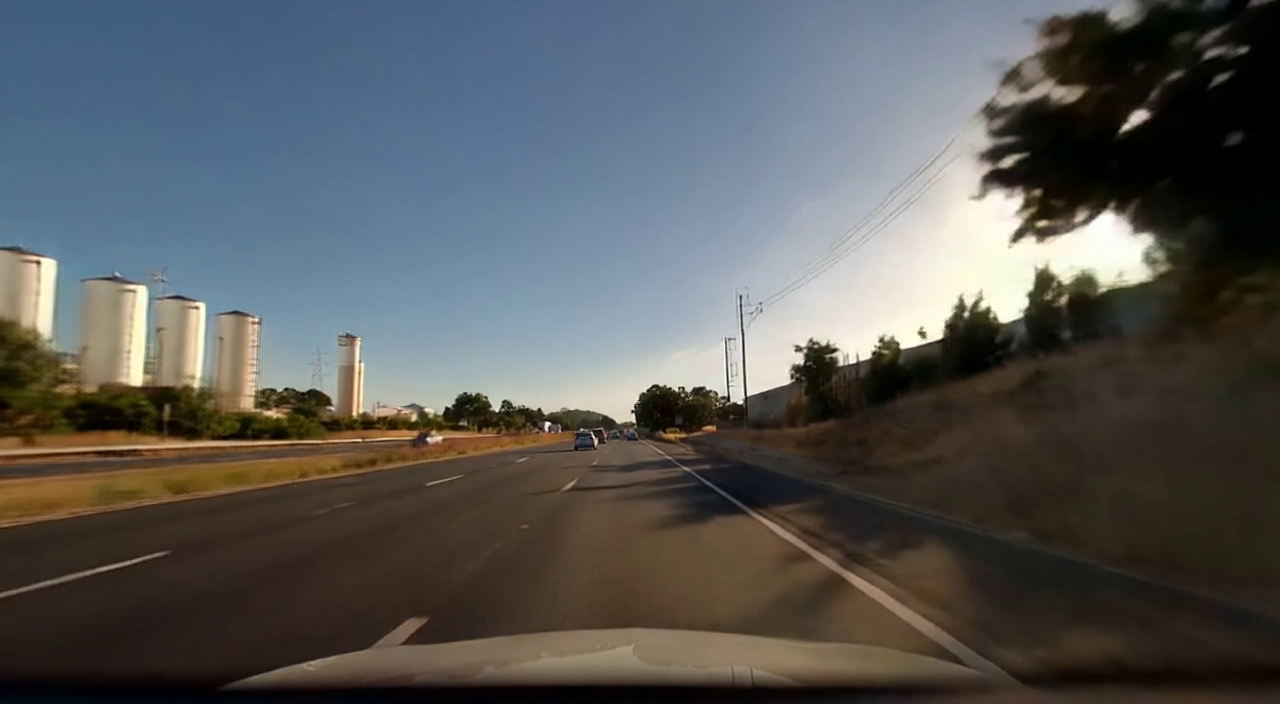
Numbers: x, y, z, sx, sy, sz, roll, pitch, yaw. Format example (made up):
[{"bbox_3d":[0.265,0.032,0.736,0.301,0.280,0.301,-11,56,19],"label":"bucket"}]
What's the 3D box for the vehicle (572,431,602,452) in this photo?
[{"bbox_3d":[-3.987,6.770,47.754,1.952,1.462,3.969,0,-7,-1],"label":"vehicle"}]
